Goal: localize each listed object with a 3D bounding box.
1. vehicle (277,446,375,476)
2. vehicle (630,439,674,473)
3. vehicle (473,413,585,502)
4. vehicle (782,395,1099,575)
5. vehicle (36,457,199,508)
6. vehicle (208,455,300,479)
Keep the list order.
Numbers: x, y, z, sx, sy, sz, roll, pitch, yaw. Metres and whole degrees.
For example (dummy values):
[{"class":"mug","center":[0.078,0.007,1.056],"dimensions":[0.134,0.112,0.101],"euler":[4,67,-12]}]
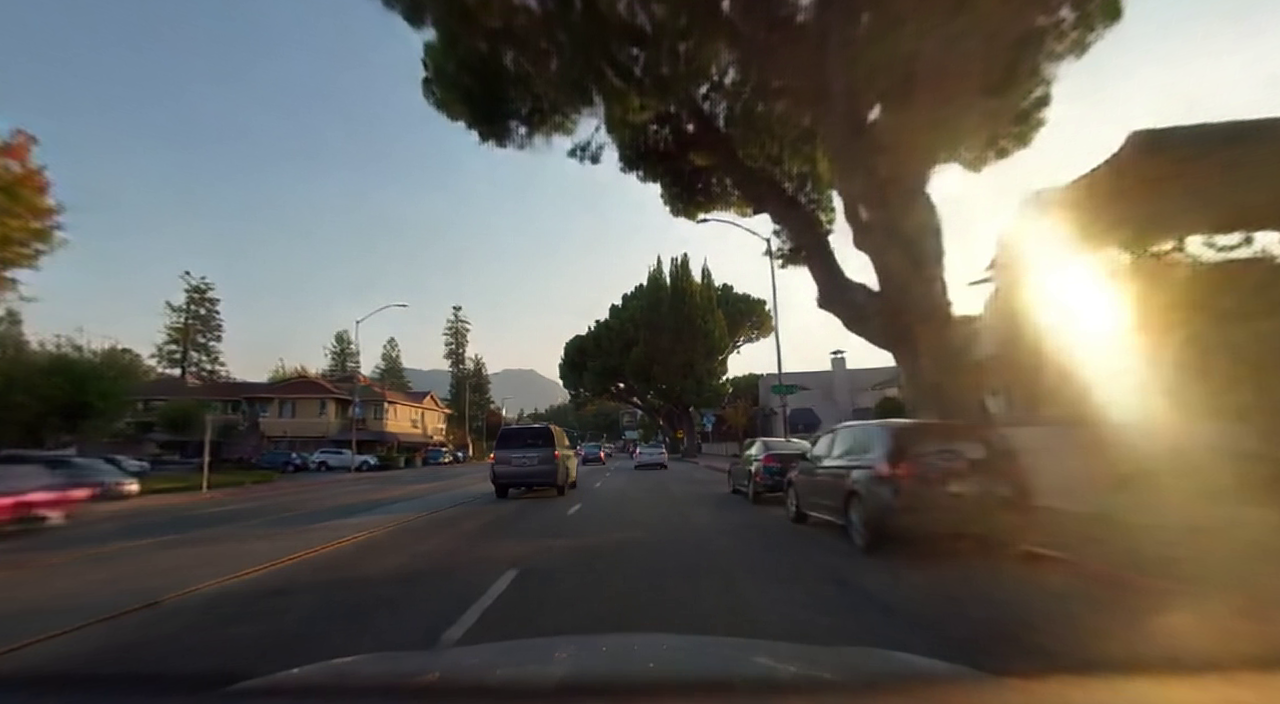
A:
[{"class":"vehicle","center":[-24.020,8.333,48.522],"dimensions":[6.055,2.148,2.690],"euler":[0,-9,-1]},{"class":"vehicle","center":[0.561,5.372,32.804],"dimensions":[2.126,1.657,4.132],"euler":[0,-9,0]},{"class":"vehicle","center":[-2.894,2.923,17.847],"dimensions":[2.213,2.123,5.124],"euler":[0,-9,0]},{"class":"vehicle","center":[3.688,1.743,9.061],"dimensions":[2.090,1.861,4.805],"euler":[0,-9,-1]},{"class":"vehicle","center":[-19.692,4.888,24.193],"dimensions":[1.911,1.638,5.028],"euler":[0,-9,0]},{"class":"vehicle","center":[-26.433,7.900,43.368],"dimensions":[4.926,1.571,1.941],"euler":[0,-9,-1]}]
